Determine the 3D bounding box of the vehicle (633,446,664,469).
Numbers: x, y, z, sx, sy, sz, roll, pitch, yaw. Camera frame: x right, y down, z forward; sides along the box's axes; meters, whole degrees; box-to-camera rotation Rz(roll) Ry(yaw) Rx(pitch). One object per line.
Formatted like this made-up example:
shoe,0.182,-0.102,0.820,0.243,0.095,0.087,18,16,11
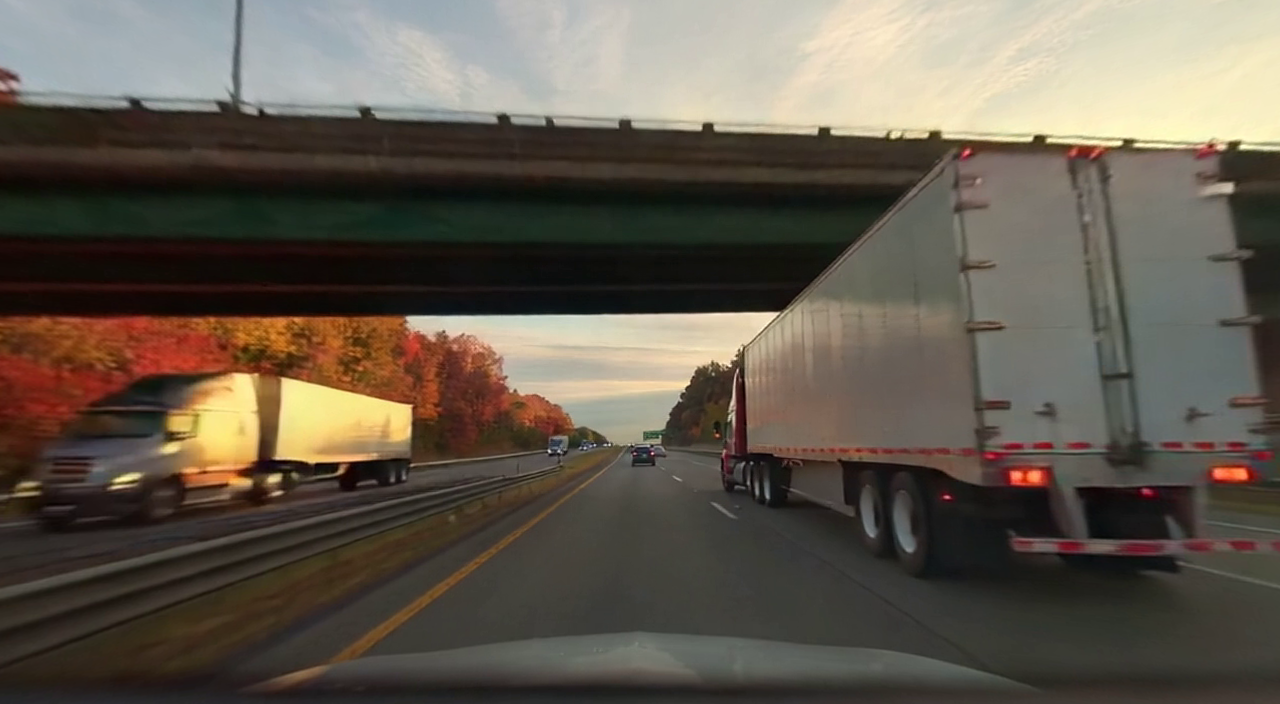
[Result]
vehicle,0.526,6.967,41.447,1.961,1.454,3.755,0,-9,0

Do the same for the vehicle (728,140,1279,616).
vehicle,4.386,1.212,12.707,2.956,4.281,14.327,0,-9,-1

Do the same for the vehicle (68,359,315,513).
vehicle,-13.630,2.681,19.923,3.170,4.126,5.938,0,-9,0
